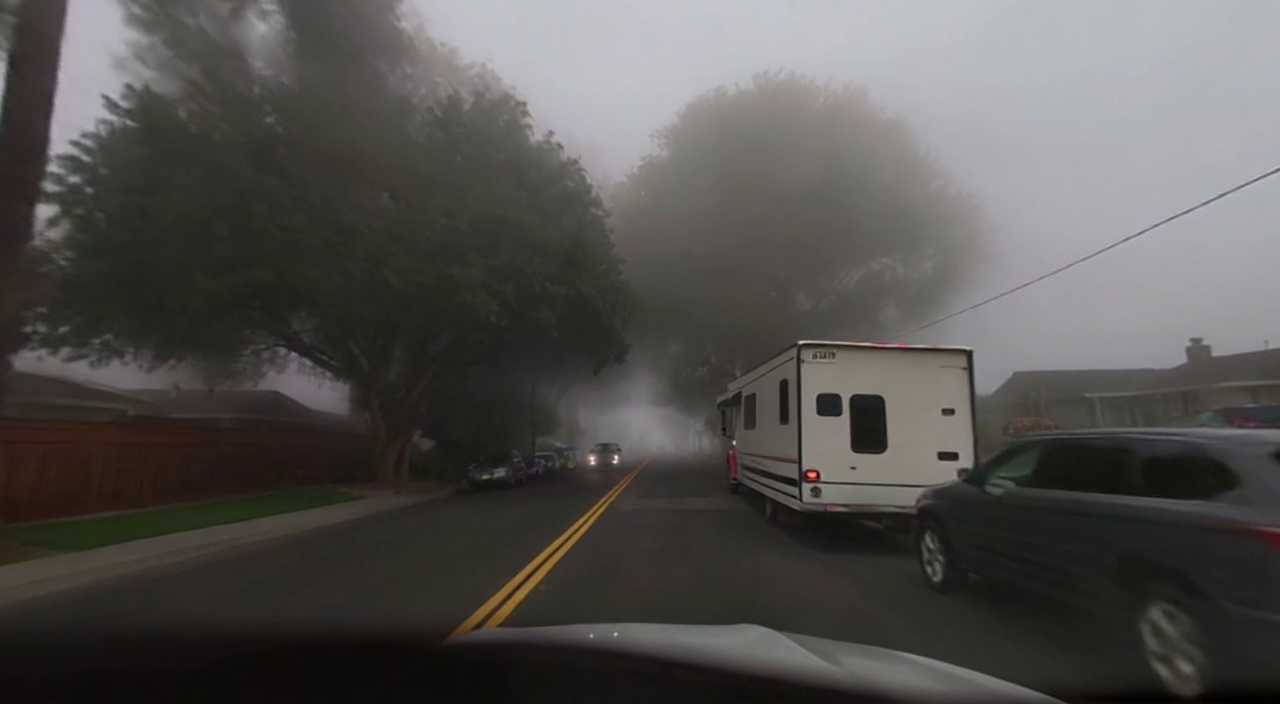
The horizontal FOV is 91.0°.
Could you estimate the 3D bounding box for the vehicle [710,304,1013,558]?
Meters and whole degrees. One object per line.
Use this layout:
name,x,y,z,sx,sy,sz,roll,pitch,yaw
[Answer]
vehicle,3.583,1.838,14.127,3.052,3.440,11.052,-1,-8,2

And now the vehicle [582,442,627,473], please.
vehicle,-2.037,6.286,37.716,2.194,1.763,4.288,-1,-9,3

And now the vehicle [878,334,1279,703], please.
vehicle,3.475,1.102,4.211,1.980,1.782,4.627,0,-9,1
